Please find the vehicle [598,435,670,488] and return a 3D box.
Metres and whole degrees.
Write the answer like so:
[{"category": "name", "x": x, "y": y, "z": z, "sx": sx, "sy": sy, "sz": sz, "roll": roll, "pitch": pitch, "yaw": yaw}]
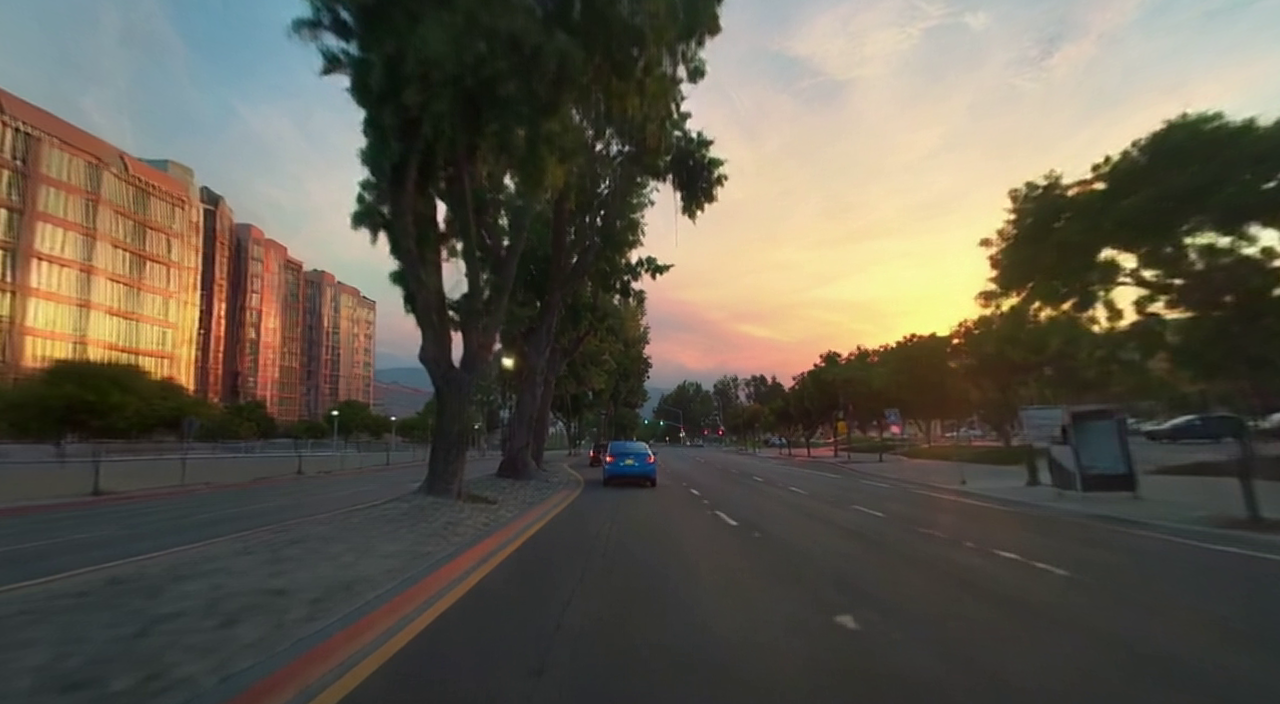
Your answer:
[{"category": "vehicle", "x": -0.294, "y": 3.444, "z": 20.297, "sx": 2.042, "sy": 1.479, "sz": 4.601, "roll": 0, "pitch": -8, "yaw": -3}]
